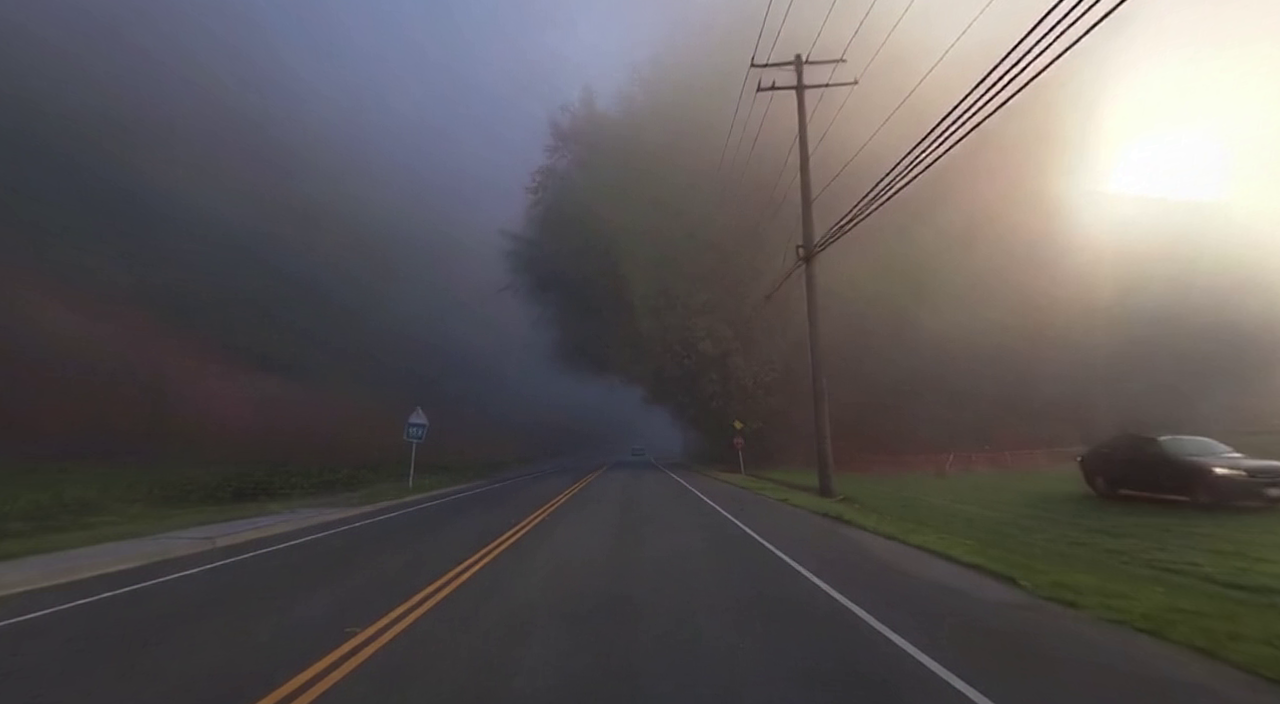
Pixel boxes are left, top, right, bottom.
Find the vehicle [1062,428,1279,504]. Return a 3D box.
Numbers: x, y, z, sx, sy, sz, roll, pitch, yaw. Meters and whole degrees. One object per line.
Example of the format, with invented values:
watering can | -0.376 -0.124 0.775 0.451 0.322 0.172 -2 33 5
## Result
vehicle | 15.970 3.263 18.301 5.494 2.011 2.421 -1 -9 5
